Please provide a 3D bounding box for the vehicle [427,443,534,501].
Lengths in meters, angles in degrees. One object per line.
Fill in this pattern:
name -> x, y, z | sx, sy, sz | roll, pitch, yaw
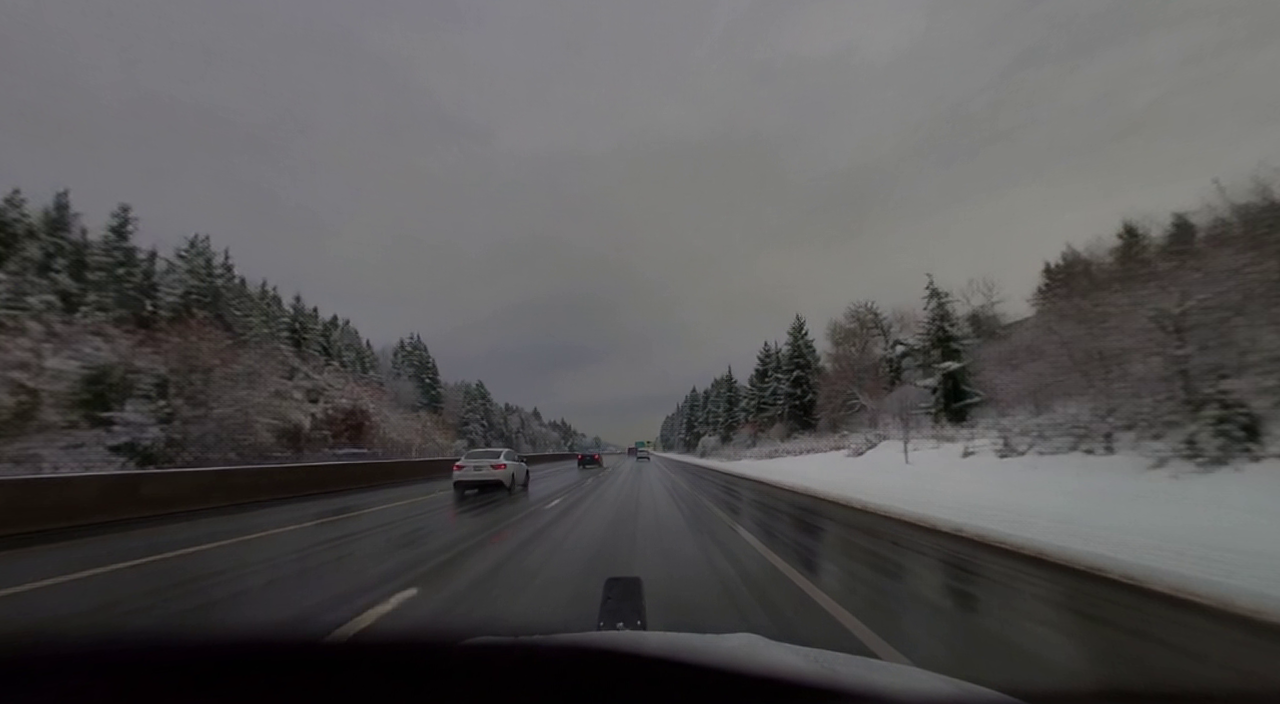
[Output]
vehicle -> -4.611, 3.534, 18.983 | 1.975, 1.501, 4.603 | 0, -9, 1

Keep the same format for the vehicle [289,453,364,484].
vehicle -> -17.559, 6.525, 35.506 | 1.891, 1.586, 4.395 | 0, -9, 1

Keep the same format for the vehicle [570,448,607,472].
vehicle -> -3.338, 7.063, 41.434 | 2.005, 1.474, 3.921 | 0, -9, 1
